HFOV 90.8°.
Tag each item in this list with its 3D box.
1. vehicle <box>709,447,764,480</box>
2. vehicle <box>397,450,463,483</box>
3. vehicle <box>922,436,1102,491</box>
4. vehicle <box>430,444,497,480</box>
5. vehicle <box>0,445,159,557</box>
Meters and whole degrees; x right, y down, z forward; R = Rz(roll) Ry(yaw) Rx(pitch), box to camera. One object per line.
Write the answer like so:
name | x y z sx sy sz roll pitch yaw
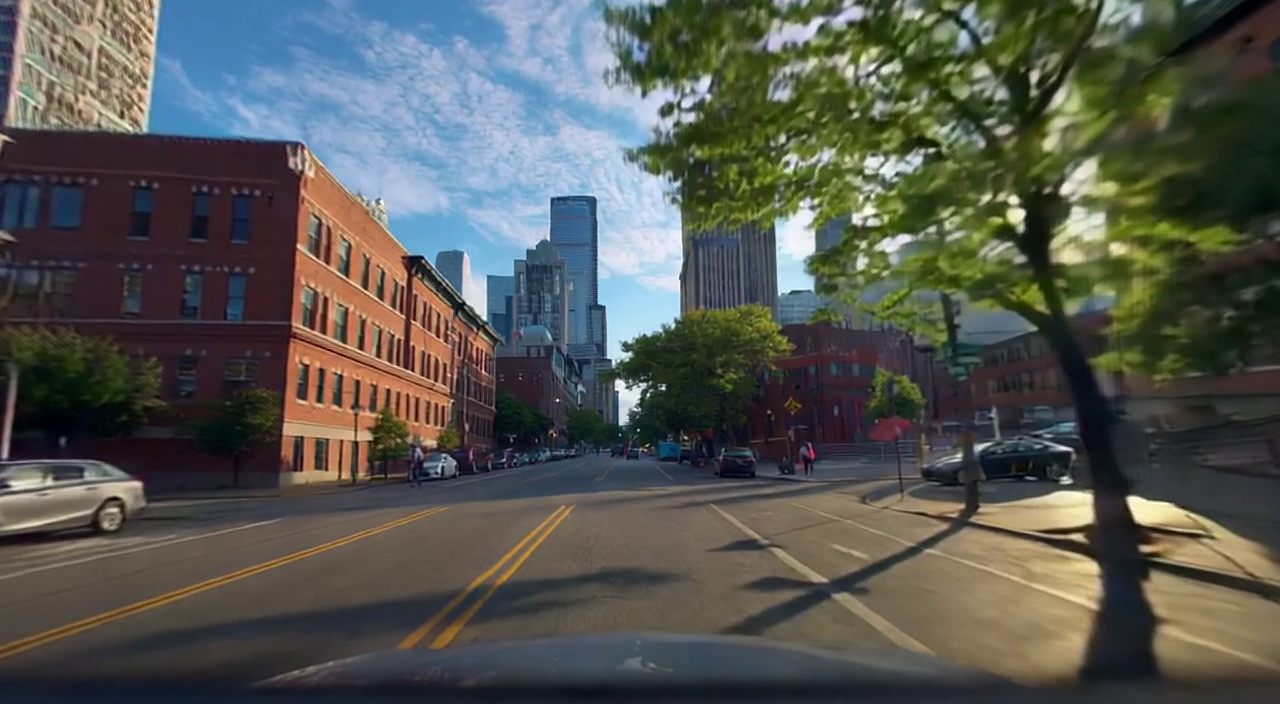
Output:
vehicle | 4.704 5.466 31.320 1.929 1.522 4.543 0 -9 -1
vehicle | -11.299 6.171 34.317 1.992 1.629 4.773 0 -9 -1
vehicle | 11.541 3.480 19.845 4.380 1.608 1.942 0 -9 0
vehicle | -11.139 6.963 40.453 2.574 1.922 6.292 -4 -8 -2
vehicle | -10.912 2.520 10.804 1.977 1.697 4.285 -2 -10 0
